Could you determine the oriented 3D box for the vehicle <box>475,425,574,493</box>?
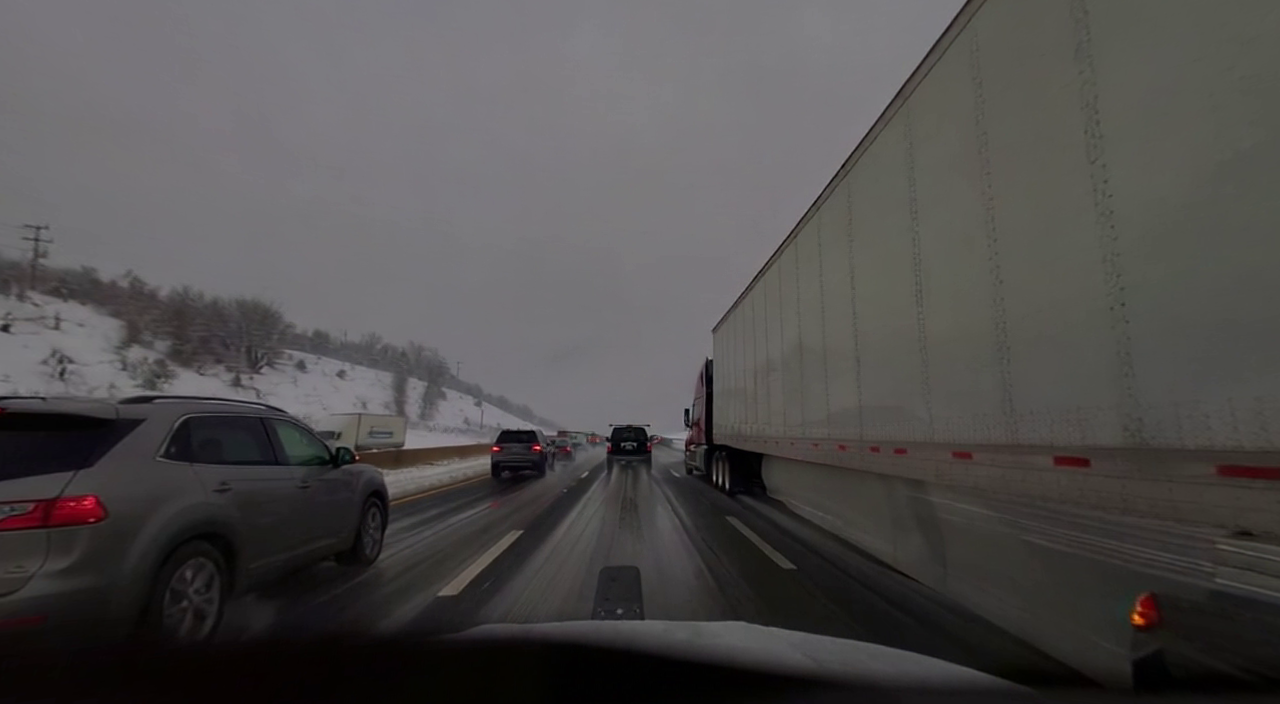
[{"bbox_3d":[-3.356,3.213,19.250,2.120,1.812,4.659,0,-8,0],"label":"vehicle"}]

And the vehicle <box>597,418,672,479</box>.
[{"bbox_3d":[-0.220,3.949,25.971,2.704,2.216,5.804,0,-8,0],"label":"vehicle"}]

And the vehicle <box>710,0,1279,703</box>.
[{"bbox_3d":[3.492,0.760,10.130,2.852,4.121,16.210,0,-8,0],"label":"vehicle"}]

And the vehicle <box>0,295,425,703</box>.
[{"bbox_3d":[-3.304,0.982,3.936,2.193,1.803,4.958,0,-8,-1],"label":"vehicle"}]

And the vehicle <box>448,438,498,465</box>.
[{"bbox_3d":[-11.256,6.720,42.713,1.955,1.688,4.793,0,-8,1],"label":"vehicle"}]
